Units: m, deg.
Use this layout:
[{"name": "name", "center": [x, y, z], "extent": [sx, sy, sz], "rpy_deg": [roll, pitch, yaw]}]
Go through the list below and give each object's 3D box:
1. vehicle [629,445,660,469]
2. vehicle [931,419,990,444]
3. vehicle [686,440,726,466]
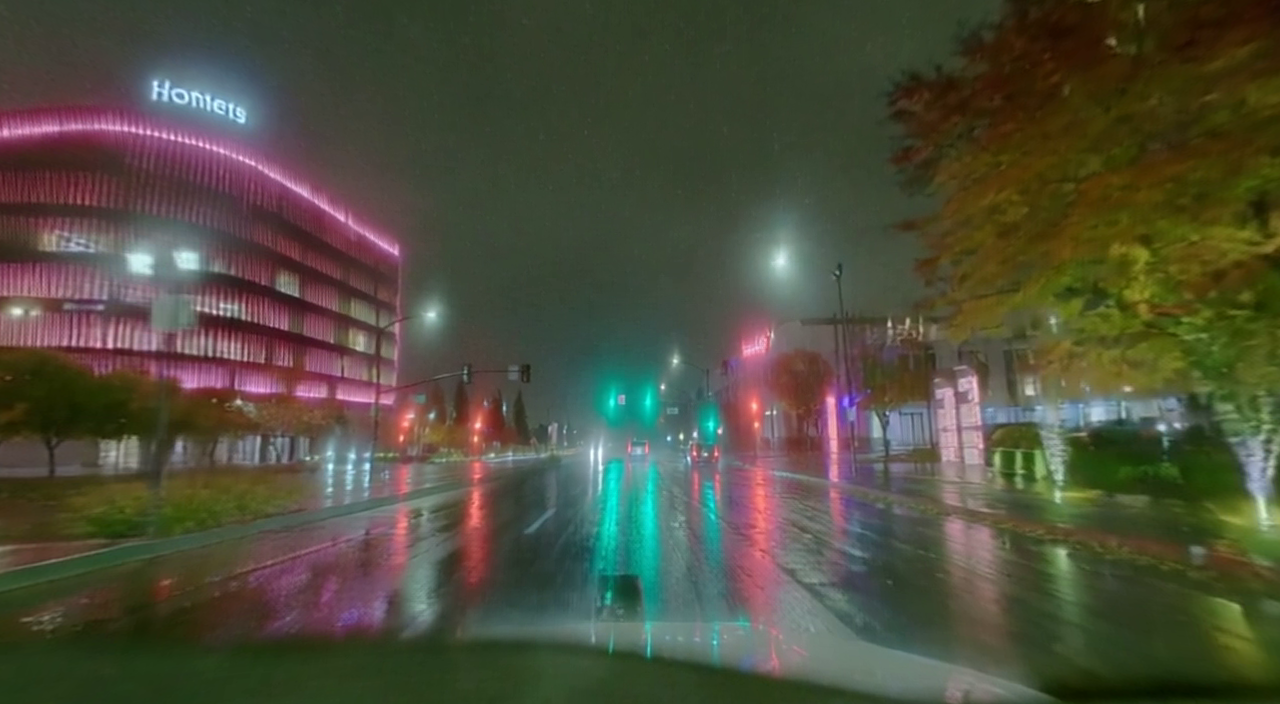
[{"name": "vehicle", "center": [0.257, 7.145, 43.138], "extent": [2.014, 1.525, 4.197], "rpy_deg": [0, -9, -2]}, {"name": "vehicle", "center": [23.466, 5.910, 46.336], "extent": [1.887, 1.635, 4.695], "rpy_deg": [1, -10, 0]}, {"name": "vehicle", "center": [4.621, 7.160, 44.830], "extent": [2.174, 1.749, 4.739], "rpy_deg": [1, -9, -2]}]
